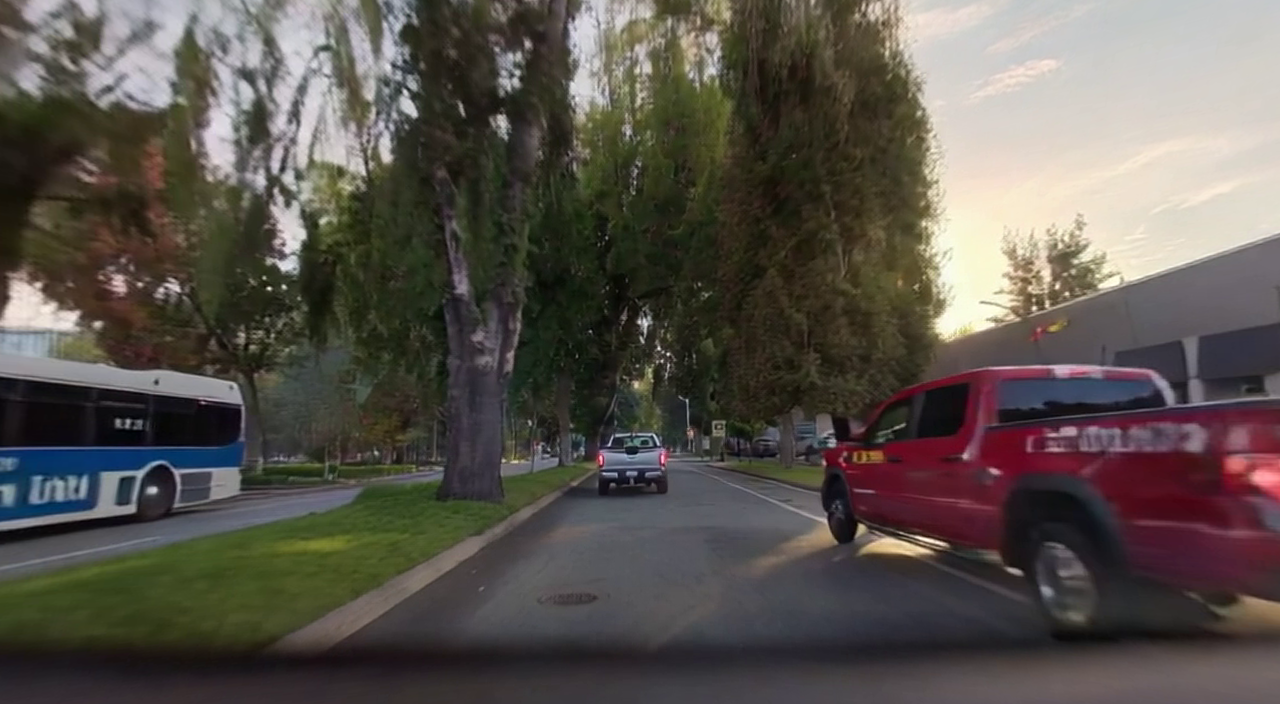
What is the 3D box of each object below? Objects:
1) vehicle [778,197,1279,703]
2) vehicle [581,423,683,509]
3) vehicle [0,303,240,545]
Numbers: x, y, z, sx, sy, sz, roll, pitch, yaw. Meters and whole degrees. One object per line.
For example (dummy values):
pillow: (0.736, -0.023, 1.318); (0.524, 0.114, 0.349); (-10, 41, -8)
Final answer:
vehicle: (3.686, 1.111, 5.977); (2.802, 2.303, 7.582); (0, -8, -2)
vehicle: (-0.190, 2.867, 16.449); (2.157, 1.816, 5.804); (0, -8, 0)
vehicle: (-12.233, 1.203, 10.562); (2.996, 4.022, 12.692); (0, -8, -1)
